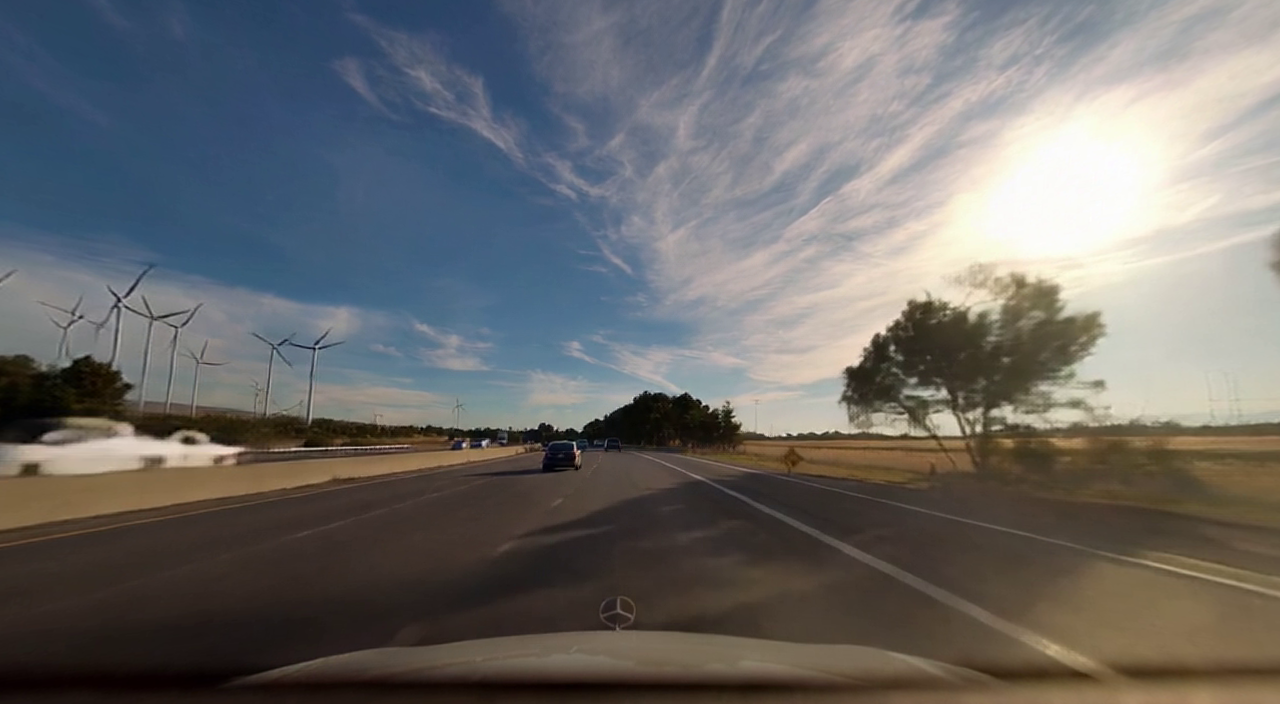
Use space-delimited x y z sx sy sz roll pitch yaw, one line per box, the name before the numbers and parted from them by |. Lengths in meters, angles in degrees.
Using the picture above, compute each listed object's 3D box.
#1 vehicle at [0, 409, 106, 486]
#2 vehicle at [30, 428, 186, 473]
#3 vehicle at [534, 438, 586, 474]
vehicle | -15.369 2.205 14.485 2.223 1.682 4.489 0 -8 -1
vehicle | -19.203 3.567 23.076 1.788 1.453 4.611 0 -8 -2
vehicle | -3.767 4.952 30.293 2.053 1.549 4.097 0 -8 -2
